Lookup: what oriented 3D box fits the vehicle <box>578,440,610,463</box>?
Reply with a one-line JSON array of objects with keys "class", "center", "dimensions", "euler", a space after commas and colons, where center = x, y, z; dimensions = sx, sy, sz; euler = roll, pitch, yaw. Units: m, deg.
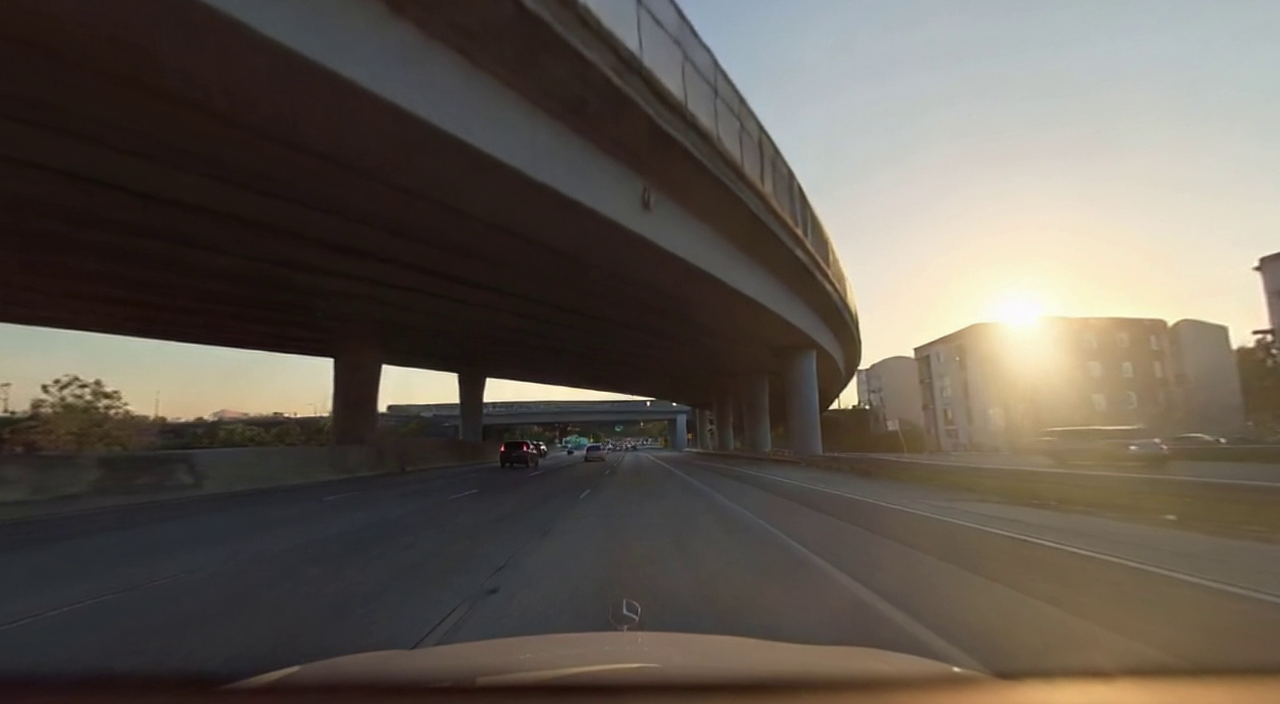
[{"class": "vehicle", "center": [-3.435, 7.491, 47.715], "dimensions": [2.027, 1.697, 4.307], "euler": [0, -8, 1]}]

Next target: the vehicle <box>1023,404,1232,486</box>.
[{"class": "vehicle", "center": [19.729, 3.878, 26.221], "dimensions": [2.873, 2.907, 6.459], "euler": [2, -9, -8]}]

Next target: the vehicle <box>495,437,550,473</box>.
[{"class": "vehicle", "center": [-6.324, 5.599, 34.563], "dimensions": [2.015, 1.762, 4.790], "euler": [0, -8, 1]}]

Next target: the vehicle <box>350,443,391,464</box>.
[{"class": "vehicle", "center": [-19.598, 7.376, 46.028], "dimensions": [1.566, 1.406, 3.494], "euler": [0, -8, -2]}]
